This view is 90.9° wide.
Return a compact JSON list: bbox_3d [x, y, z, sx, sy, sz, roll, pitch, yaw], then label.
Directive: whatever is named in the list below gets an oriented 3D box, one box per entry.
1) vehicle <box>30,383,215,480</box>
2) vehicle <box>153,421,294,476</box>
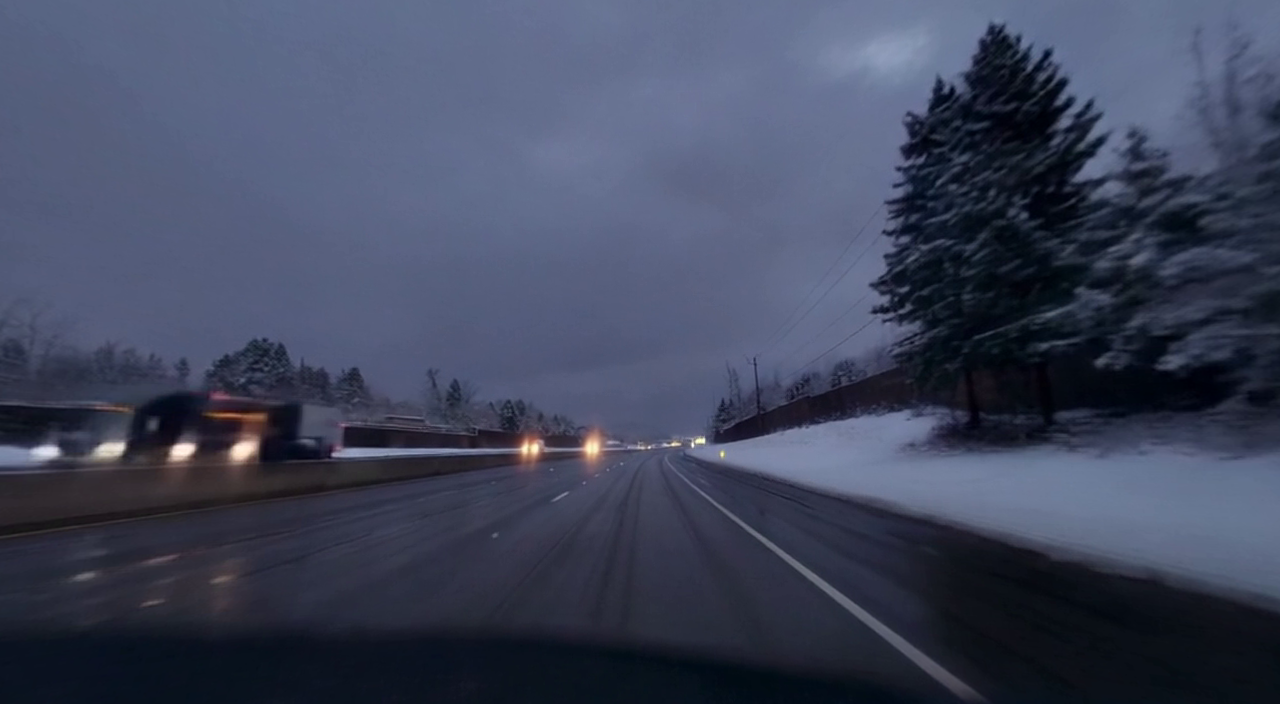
[{"bbox_3d":[-22.792,3.630,28.300,2.919,3.851,5.905,0,-9,2],"label":"vehicle"},{"bbox_3d":[-15.573,3.666,23.985,1.995,1.848,4.840,0,-9,0],"label":"vehicle"}]
